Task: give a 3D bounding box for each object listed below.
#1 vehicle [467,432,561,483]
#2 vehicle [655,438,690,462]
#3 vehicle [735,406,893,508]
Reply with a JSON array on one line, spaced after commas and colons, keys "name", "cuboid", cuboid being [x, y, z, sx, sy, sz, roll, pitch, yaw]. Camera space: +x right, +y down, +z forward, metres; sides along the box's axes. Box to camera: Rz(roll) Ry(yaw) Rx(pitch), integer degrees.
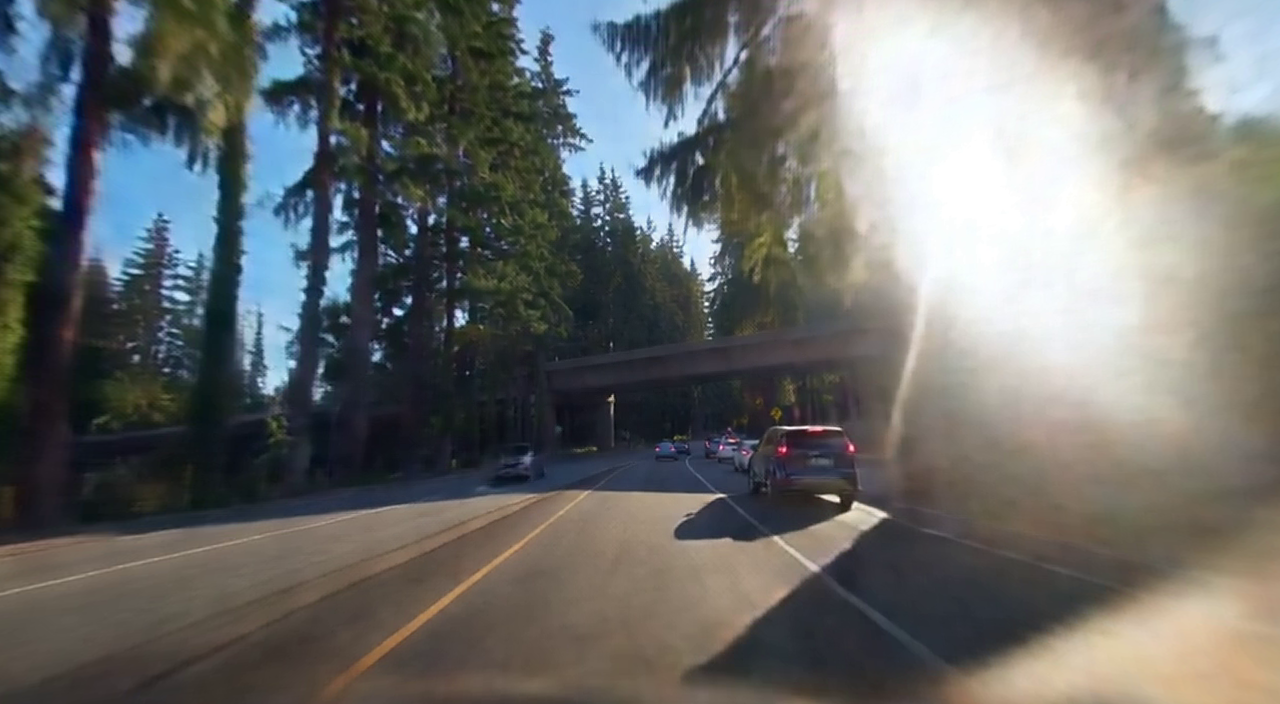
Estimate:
[{"name": "vehicle", "cuboid": [-4.127, 3.532, 21.420, 2.009, 1.527, 4.119, -1, -8, 6]}, {"name": "vehicle", "cuboid": [2.248, 6.543, 42.130, 2.078, 1.506, 4.058, -1, -8, 6]}, {"name": "vehicle", "cuboid": [3.719, 2.372, 14.637, 2.273, 1.944, 4.866, 0, -8, 0]}]
